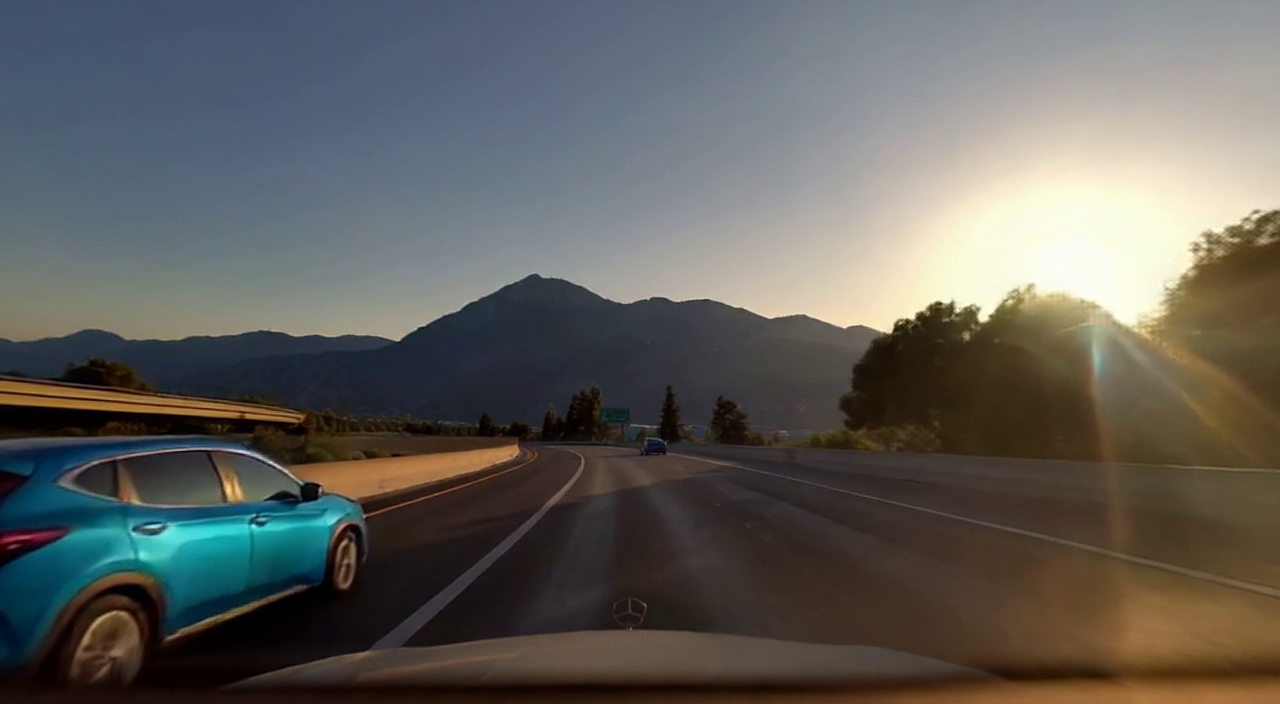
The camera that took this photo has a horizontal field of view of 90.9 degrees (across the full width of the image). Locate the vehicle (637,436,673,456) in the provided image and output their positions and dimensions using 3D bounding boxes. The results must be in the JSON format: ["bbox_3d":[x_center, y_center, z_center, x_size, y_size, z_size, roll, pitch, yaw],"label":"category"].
[{"bbox_3d":[1.100,7.279,48.640,1.985,1.440,4.466,1,-8,-9],"label":"vehicle"}]
